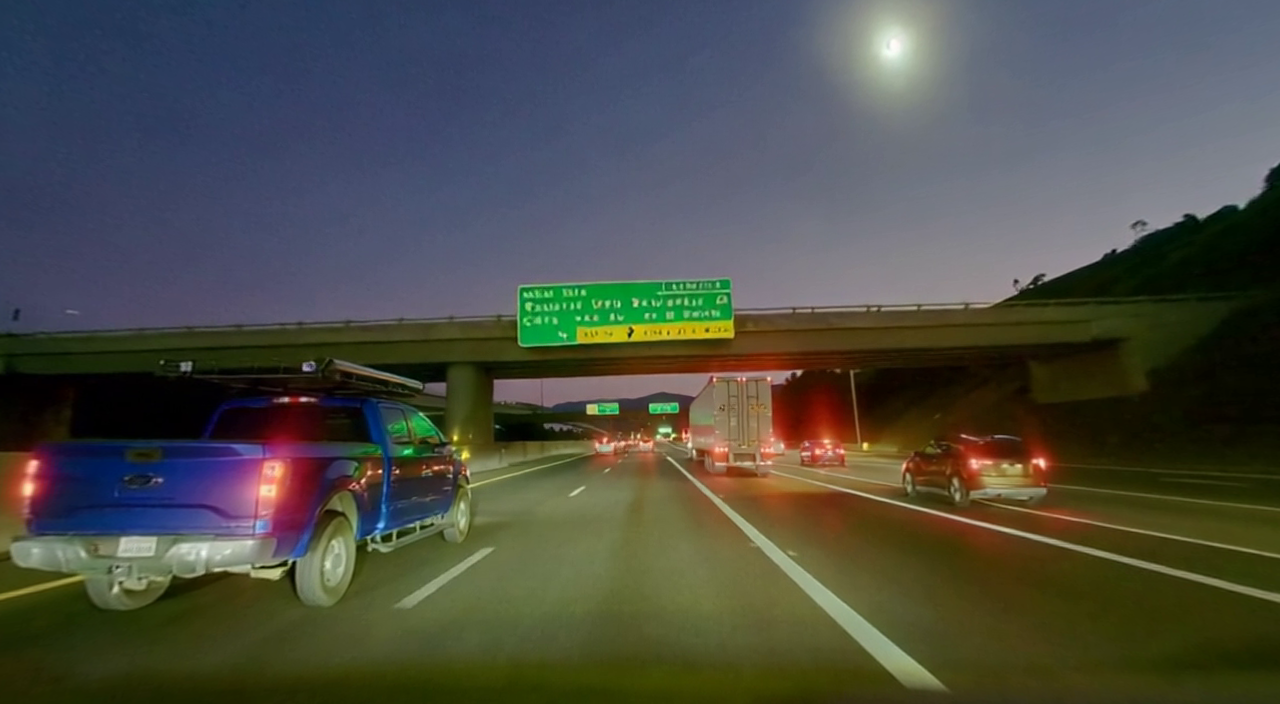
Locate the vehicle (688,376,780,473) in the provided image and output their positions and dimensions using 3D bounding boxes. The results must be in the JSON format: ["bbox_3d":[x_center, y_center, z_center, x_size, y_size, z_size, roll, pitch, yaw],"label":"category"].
[{"bbox_3d":[4.422,3.949,32.907,2.885,4.036,12.891,0,-8,1],"label":"vehicle"}]

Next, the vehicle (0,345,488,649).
[{"bbox_3d":[-3.920,1.439,7.496,2.599,2.054,6.288,0,-8,1],"label":"vehicle"}]

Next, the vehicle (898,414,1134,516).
[{"bbox_3d":[7.342,2.266,13.059,1.999,1.700,4.640,0,-8,0],"label":"vehicle"}]
